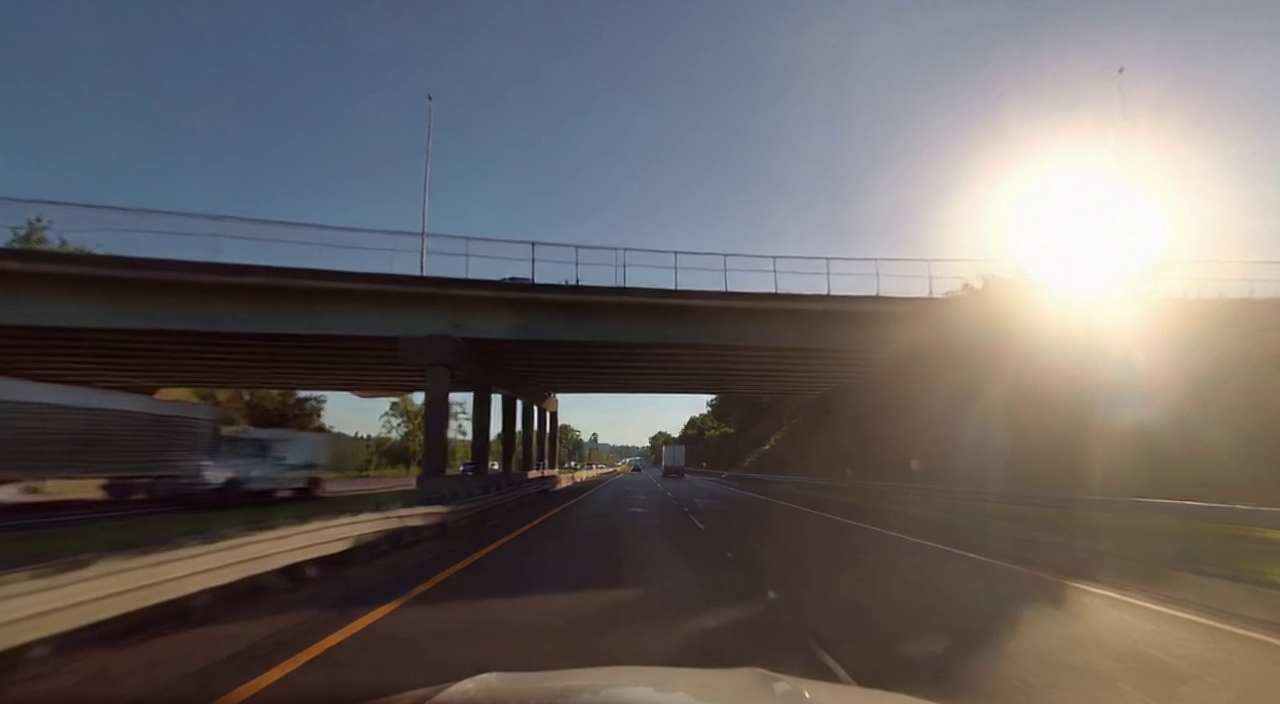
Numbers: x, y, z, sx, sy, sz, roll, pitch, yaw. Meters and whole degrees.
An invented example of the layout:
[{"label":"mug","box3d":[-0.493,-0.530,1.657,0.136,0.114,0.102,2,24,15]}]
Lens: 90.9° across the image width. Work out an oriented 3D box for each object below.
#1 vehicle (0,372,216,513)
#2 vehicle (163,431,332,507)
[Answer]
[{"label":"vehicle","box3d":[-20.066,2.939,20.108,2.947,4.043,14.376,1,-10,0]},{"label":"vehicle","box3d":[-15.059,4.602,24.940,2.237,2.564,6.691,1,-10,1]}]
